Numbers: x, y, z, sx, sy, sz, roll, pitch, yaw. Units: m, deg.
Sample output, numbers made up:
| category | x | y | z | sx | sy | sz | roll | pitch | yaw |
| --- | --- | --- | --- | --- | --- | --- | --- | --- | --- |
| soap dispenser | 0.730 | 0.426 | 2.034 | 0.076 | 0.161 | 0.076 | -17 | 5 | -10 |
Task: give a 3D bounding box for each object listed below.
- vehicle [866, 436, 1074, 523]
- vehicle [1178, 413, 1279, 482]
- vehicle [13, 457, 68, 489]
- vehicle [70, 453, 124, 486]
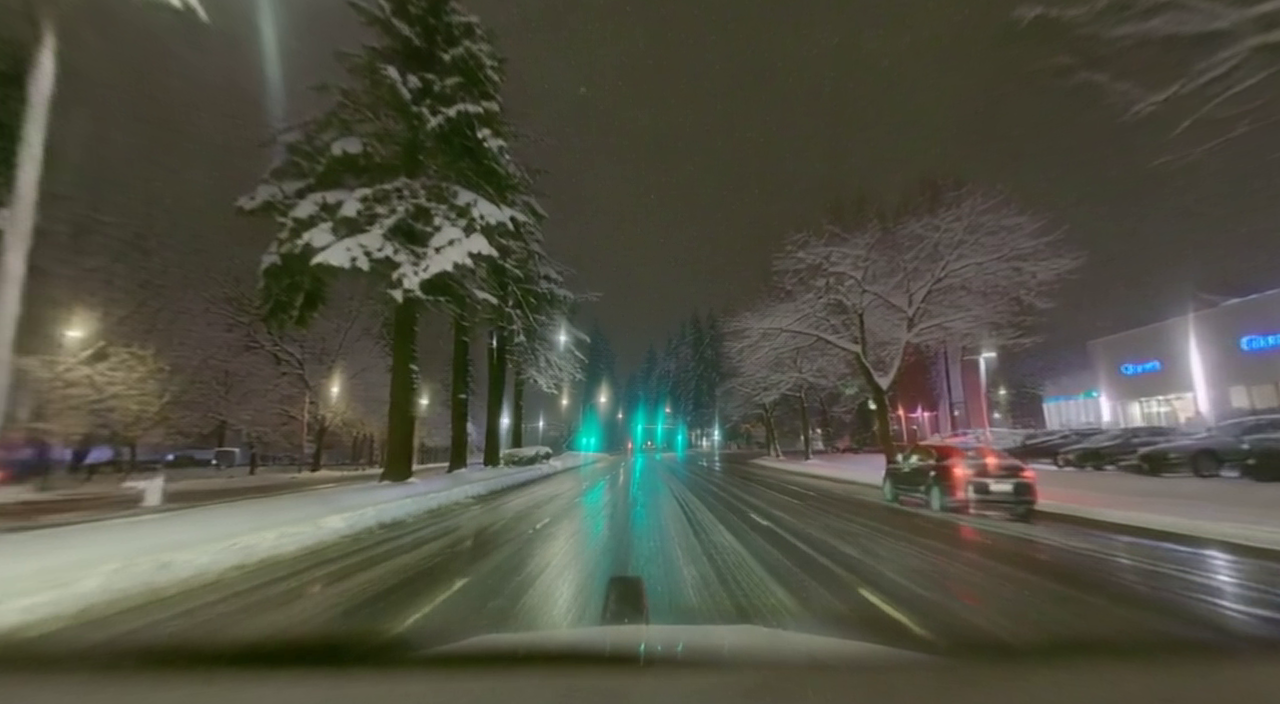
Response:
| category | x | y | z | sx | sy | sz | roll | pitch | yaw |
| --- | --- | --- | --- | --- | --- | --- | --- | --- | --- |
| vehicle | 7.073 | 2.761 | 14.317 | 2.122 | 1.602 | 4.928 | 0 | -9 | 1 |
| vehicle | 16.716 | 2.324 | 15.759 | 4.408 | 1.578 | 2.160 | -2 | -9 | 1 |
| vehicle | -35.817 | 7.166 | 37.631 | 4.285 | 1.747 | 2.044 | -8 | -12 | 44 |
| vehicle | -34.240 | 7.404 | 39.695 | 2.077 | 1.851 | 4.582 | 7 | -13 | -44 |
